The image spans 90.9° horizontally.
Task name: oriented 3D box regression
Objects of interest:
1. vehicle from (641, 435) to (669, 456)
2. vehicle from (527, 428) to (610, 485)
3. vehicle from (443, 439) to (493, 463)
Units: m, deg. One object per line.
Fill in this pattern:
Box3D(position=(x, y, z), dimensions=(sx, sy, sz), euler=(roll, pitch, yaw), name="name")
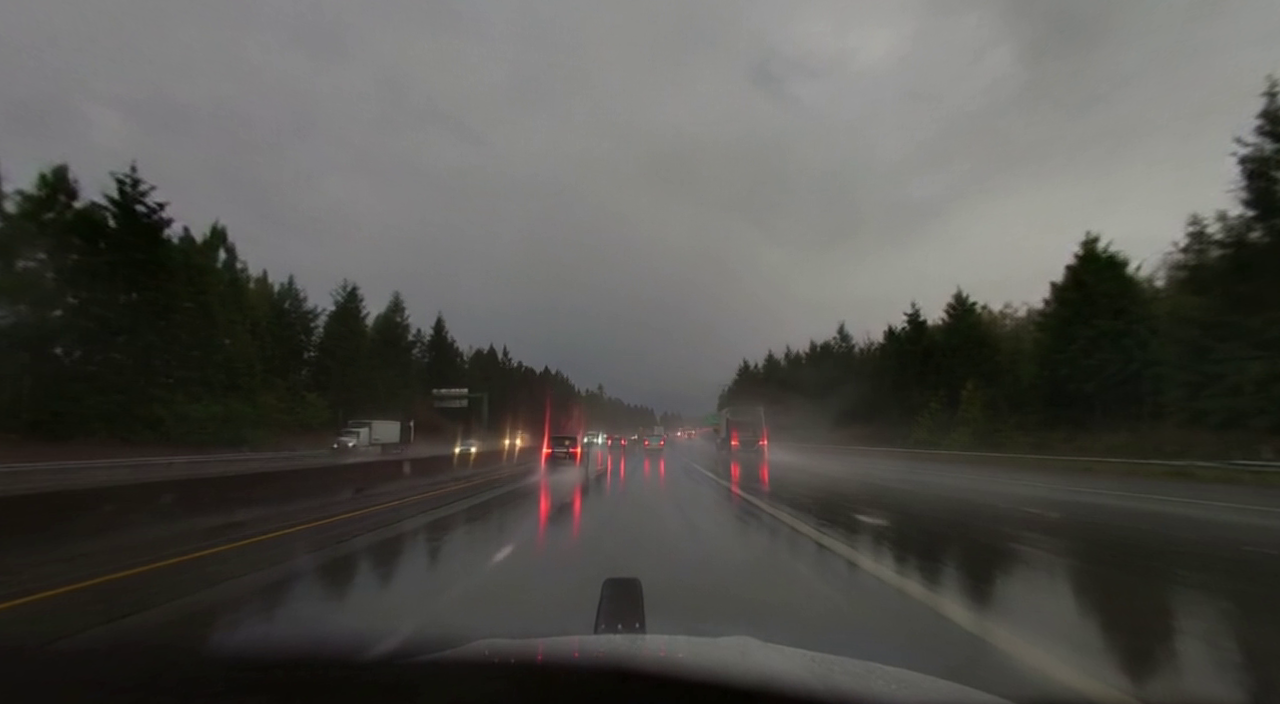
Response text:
Box3D(position=(1.125, 7.085, 47.921), dimensions=(2.004, 1.465, 3.842), euler=(0, -8, 1), name="vehicle")
Box3D(position=(-2.171, 3.304, 20.292), dimensions=(2.137, 1.618, 4.209), euler=(0, -8, 0), name="vehicle")
Box3D(position=(-11.270, 6.488, 41.609), dimensions=(1.881, 1.449, 4.521), euler=(0, -8, 1), name="vehicle")
